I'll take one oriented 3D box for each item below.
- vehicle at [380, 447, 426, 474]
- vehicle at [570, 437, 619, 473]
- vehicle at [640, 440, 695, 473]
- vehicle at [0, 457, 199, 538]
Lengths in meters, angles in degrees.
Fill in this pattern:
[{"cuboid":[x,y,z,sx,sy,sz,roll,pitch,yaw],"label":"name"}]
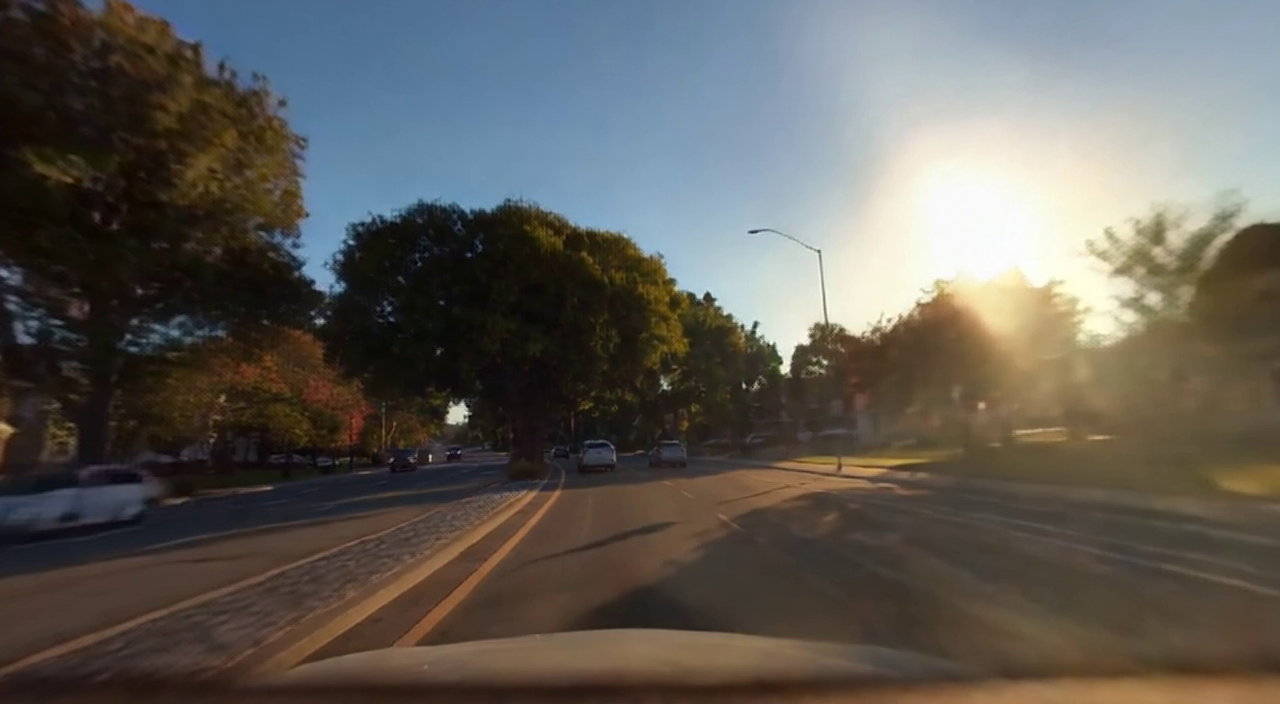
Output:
[{"cuboid":[-17.232,7.856,45.837,2.162,1.848,5.214,1,-9,-10],"label":"vehicle"},{"cuboid":[-2.496,5.435,33.307,2.165,1.783,4.391,1,-9,-10],"label":"vehicle"},{"cuboid":[1.302,5.319,32.197,1.915,1.495,4.880,1,-9,-8],"label":"vehicle"},{"cuboid":[-13.022,3.295,14.850,1.924,1.481,4.727,0,-9,-3],"label":"vehicle"}]
